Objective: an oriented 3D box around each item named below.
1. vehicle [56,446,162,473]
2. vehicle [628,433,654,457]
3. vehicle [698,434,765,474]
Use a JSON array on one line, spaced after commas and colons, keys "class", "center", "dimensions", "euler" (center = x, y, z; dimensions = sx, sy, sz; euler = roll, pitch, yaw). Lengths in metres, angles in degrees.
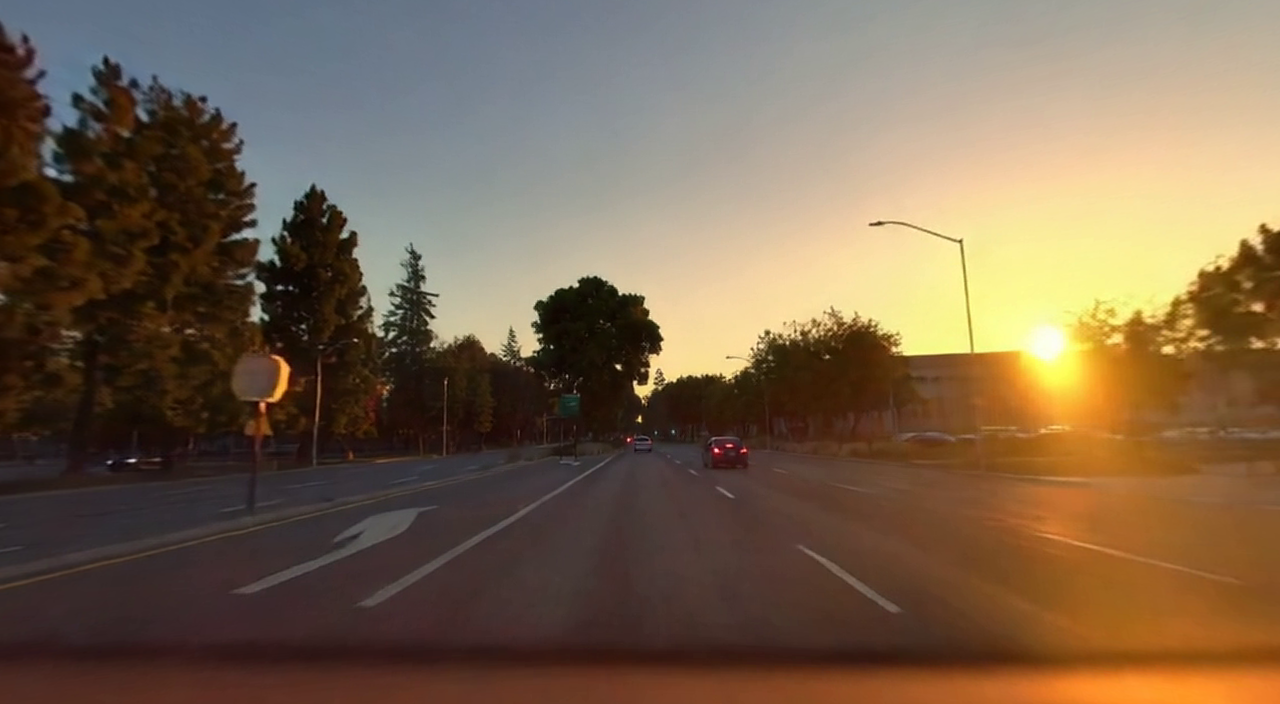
[{"class": "vehicle", "center": [-30.352, 6.141, 36.182], "dimensions": [4.522, 1.474, 1.862], "euler": [-1, -8, 4]}, {"class": "vehicle", "center": [0.054, 7.291, 49.521], "dimensions": [1.988, 1.800, 4.322], "euler": [0, -8, 0]}, {"class": "vehicle", "center": [3.643, 4.163, 26.009], "dimensions": [1.948, 1.479, 4.620], "euler": [0, -8, -2]}]
